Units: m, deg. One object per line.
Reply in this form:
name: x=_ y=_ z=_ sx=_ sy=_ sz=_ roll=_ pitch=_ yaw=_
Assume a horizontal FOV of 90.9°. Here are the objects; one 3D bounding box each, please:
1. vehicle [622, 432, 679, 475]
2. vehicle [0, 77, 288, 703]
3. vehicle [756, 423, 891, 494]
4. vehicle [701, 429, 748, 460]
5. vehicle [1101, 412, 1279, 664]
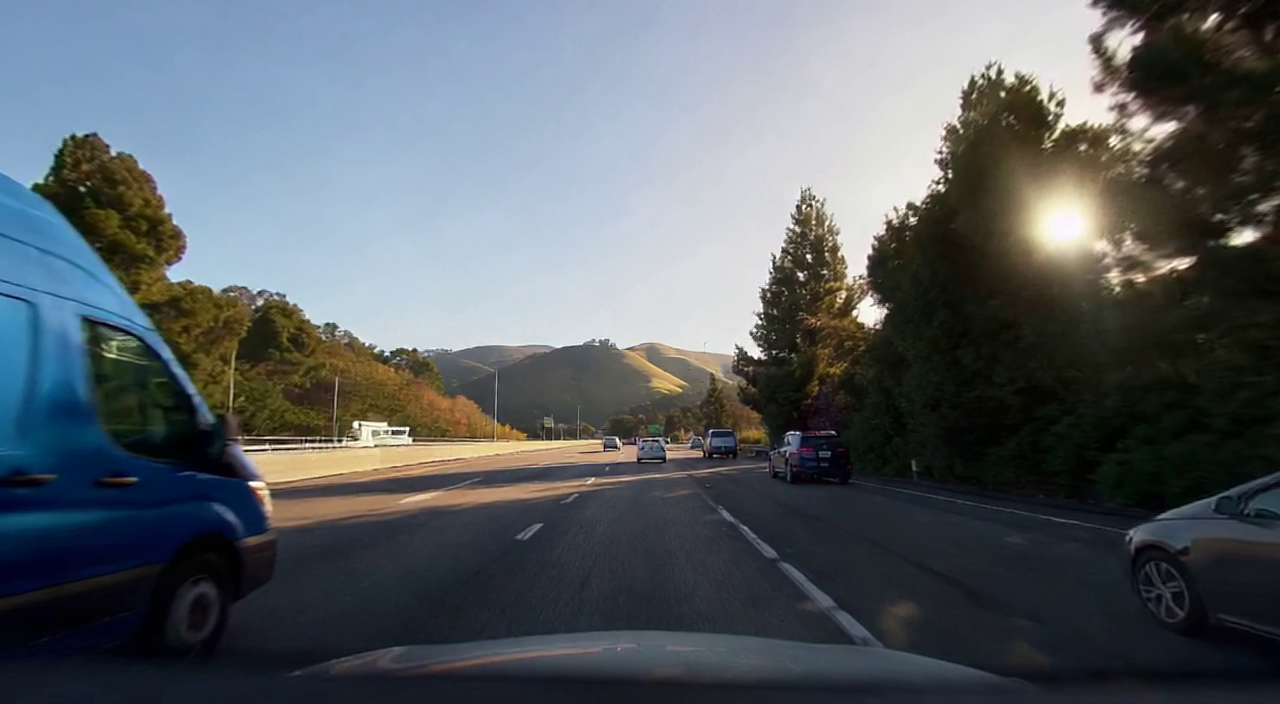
vehicle: x=0.367 y=3.929 z=24.590 sx=2.054 sy=1.504 sz=3.890 roll=0 pitch=-8 yaw=0
vehicle: x=-3.585 y=0.159 z=1.262 sx=2.396 sy=2.664 sz=5.735 roll=0 pitch=-8 yaw=0
vehicle: x=4.736 y=2.833 z=17.060 sx=2.270 sy=1.660 sz=4.101 roll=0 pitch=-8 yaw=-2
vehicle: x=5.403 y=6.014 z=40.904 sx=2.229 sy=1.837 sz=4.710 roll=0 pitch=-8 yaw=-2
vehicle: x=4.864 y=0.985 z=2.949 sx=2.050 sy=1.491 sz=4.362 roll=0 pitch=-8 yaw=-1
